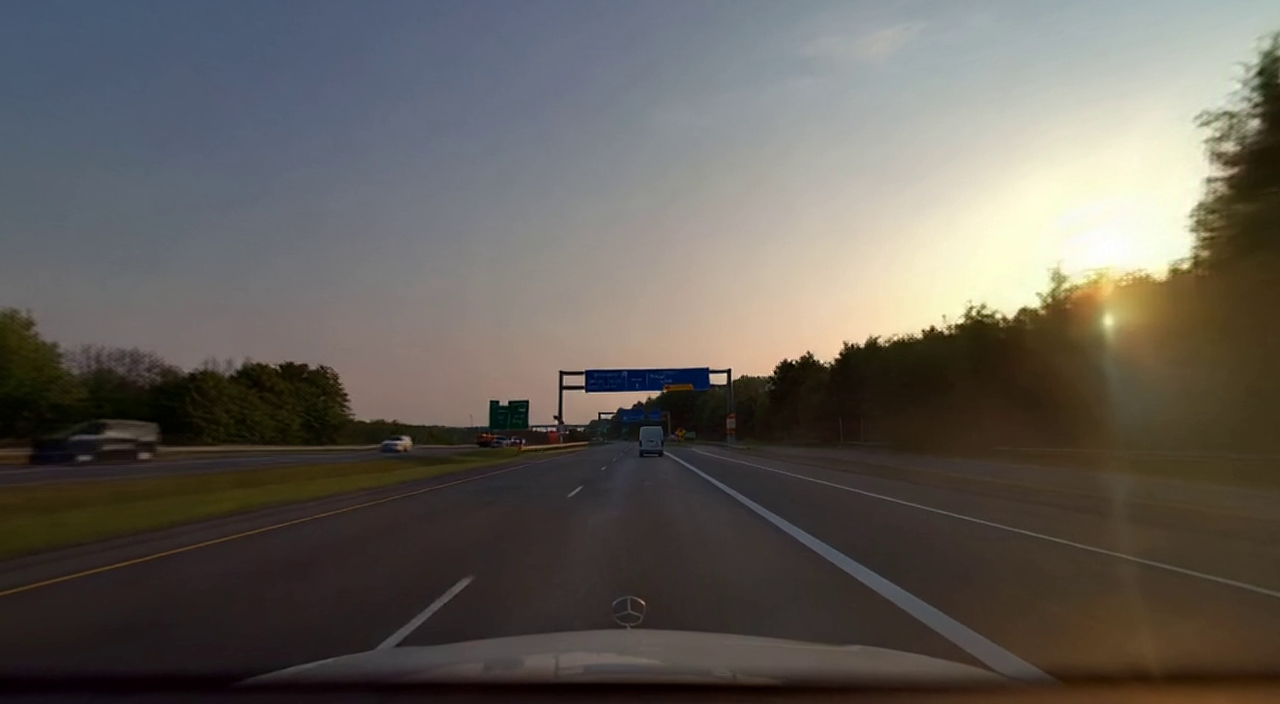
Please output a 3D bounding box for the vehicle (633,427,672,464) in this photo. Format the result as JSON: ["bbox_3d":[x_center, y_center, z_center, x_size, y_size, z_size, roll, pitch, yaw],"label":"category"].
[{"bbox_3d":[0.740,5.781,38.921,2.277,2.109,4.922,0,-8,0],"label":"vehicle"}]
